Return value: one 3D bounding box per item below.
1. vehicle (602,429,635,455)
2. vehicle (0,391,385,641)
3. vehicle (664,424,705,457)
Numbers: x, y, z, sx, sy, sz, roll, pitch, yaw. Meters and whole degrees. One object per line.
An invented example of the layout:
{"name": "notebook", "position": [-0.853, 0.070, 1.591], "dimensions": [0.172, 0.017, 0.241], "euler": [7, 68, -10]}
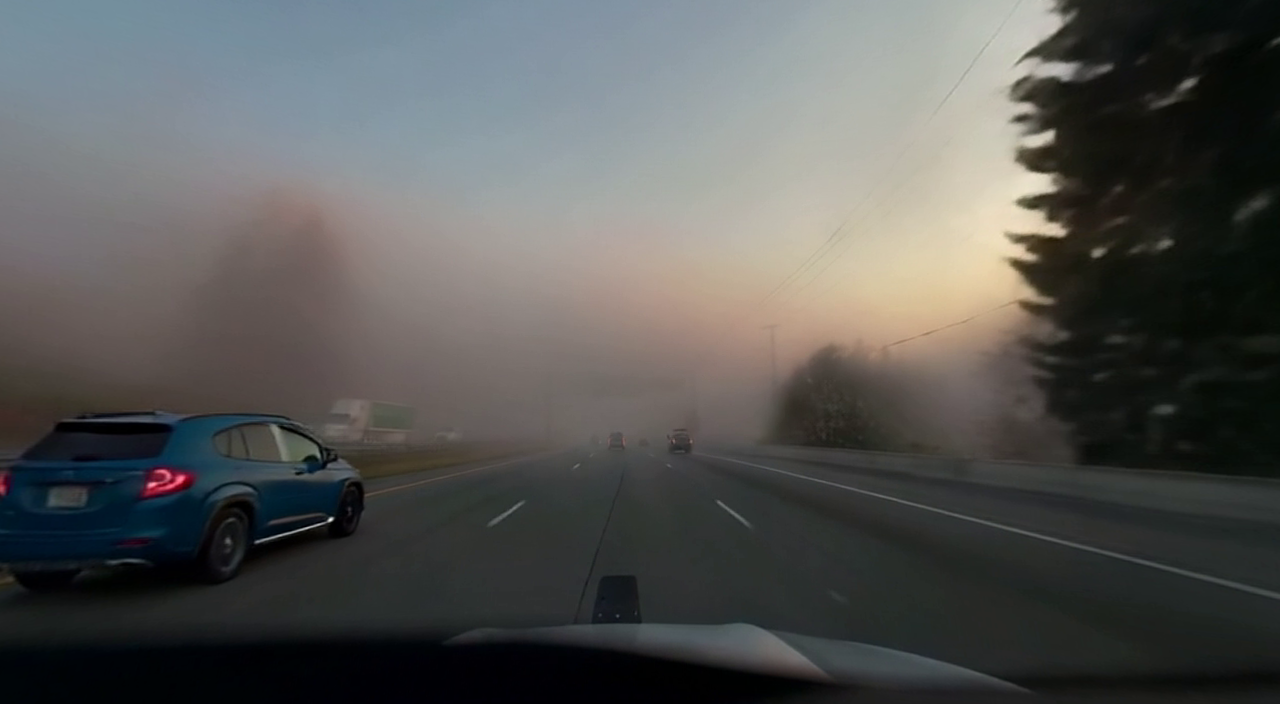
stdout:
{"name": "vehicle", "position": [-1.477, 6.101, 42.986], "dimensions": [2.159, 1.690, 3.720], "euler": [0, -7, -3]}
{"name": "vehicle", "position": [-4.344, 1.305, 6.122], "dimensions": [2.100, 1.590, 4.077], "euler": [0, -7, -1]}
{"name": "vehicle", "position": [2.659, 5.375, 38.269], "dimensions": [1.976, 1.905, 3.263], "euler": [1, -7, -5]}
